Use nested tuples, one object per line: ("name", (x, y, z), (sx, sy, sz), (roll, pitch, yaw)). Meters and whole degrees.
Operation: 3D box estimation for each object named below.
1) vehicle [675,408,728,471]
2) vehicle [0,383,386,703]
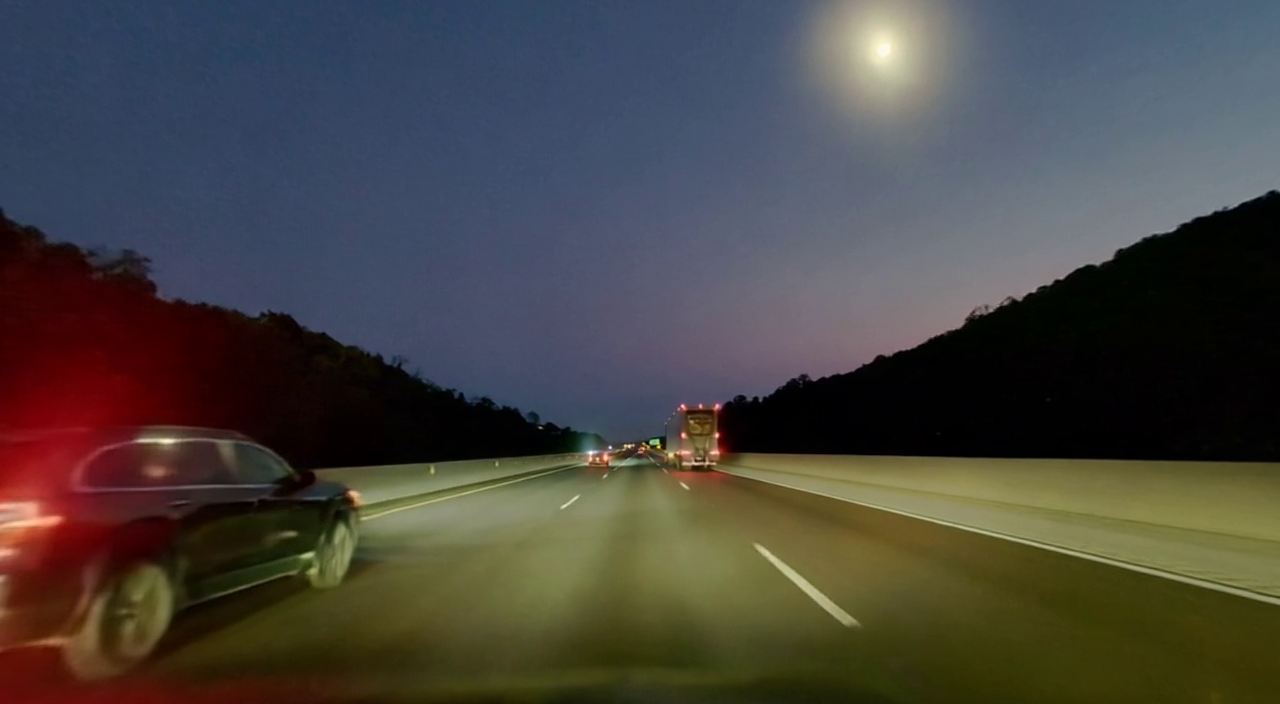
("vehicle", (4.073, 5.993, 42.942), (2.904, 4.001, 5.861), (0, -9, -1))
("vehicle", (-3.335, 1.123, 3.758), (1.944, 1.548, 4.051), (0, -9, 0))
